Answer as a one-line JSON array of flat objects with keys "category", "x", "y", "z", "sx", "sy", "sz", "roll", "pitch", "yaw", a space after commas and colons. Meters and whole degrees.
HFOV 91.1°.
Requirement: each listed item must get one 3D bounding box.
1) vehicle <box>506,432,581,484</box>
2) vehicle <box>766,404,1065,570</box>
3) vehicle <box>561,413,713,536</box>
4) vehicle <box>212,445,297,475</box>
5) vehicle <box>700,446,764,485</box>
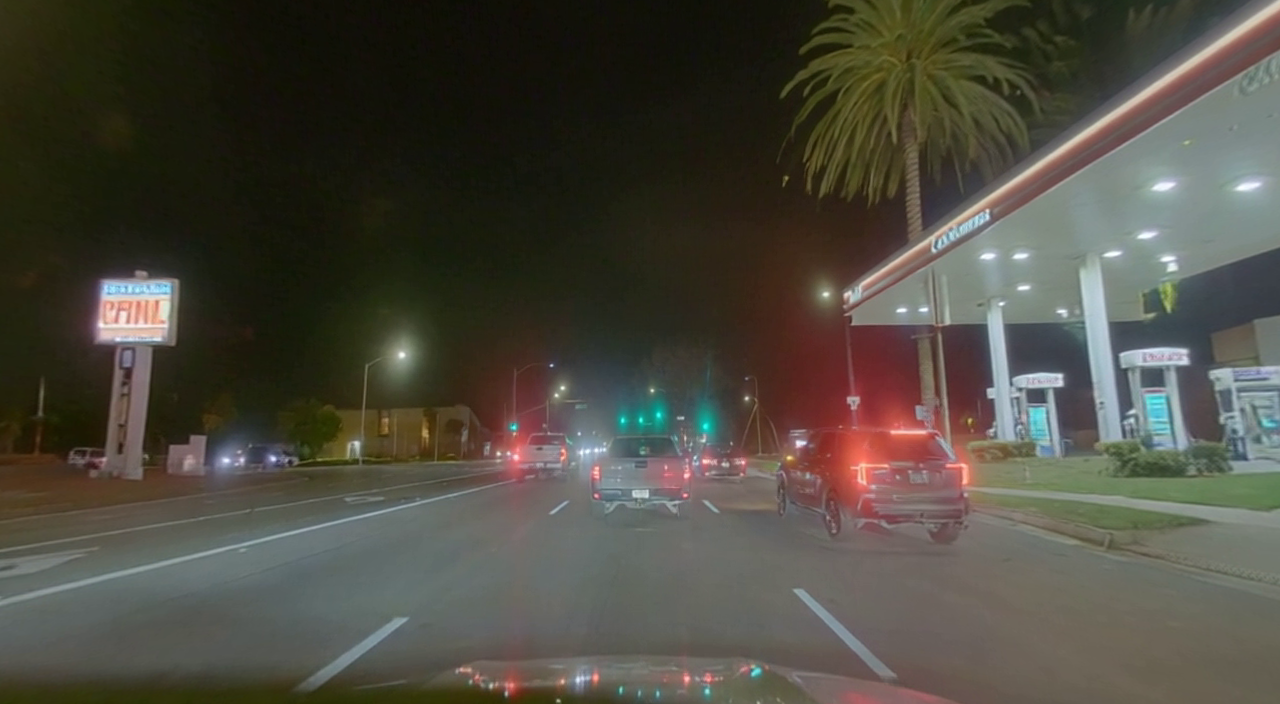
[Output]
[{"category": "vehicle", "x": -3.629, "y": 4.107, "z": 24.569, "sx": 2.071, "sy": 1.811, "sz": 4.605, "roll": 0, "pitch": -8, "yaw": 2}, {"category": "vehicle", "x": 3.610, "y": 1.903, "z": 9.774, "sx": 2.120, "sy": 1.828, "sz": 5.531, "roll": 0, "pitch": -8, "yaw": 0}, {"category": "vehicle", "x": 0.020, "y": 2.247, "z": 12.266, "sx": 2.295, "sy": 1.835, "sz": 5.471, "roll": 0, "pitch": -8, "yaw": 1}, {"category": "vehicle", "x": -29.067, "y": 8.098, "z": 47.678, "sx": 2.543, "sy": 2.092, "sz": 6.613, "roll": 0, "pitch": -8, "yaw": -3}, {"category": "vehicle", "x": 3.488, "y": 4.368, "z": 24.507, "sx": 1.901, "sy": 1.401, "sz": 3.965, "roll": 0, "pitch": -8, "yaw": 0}]
